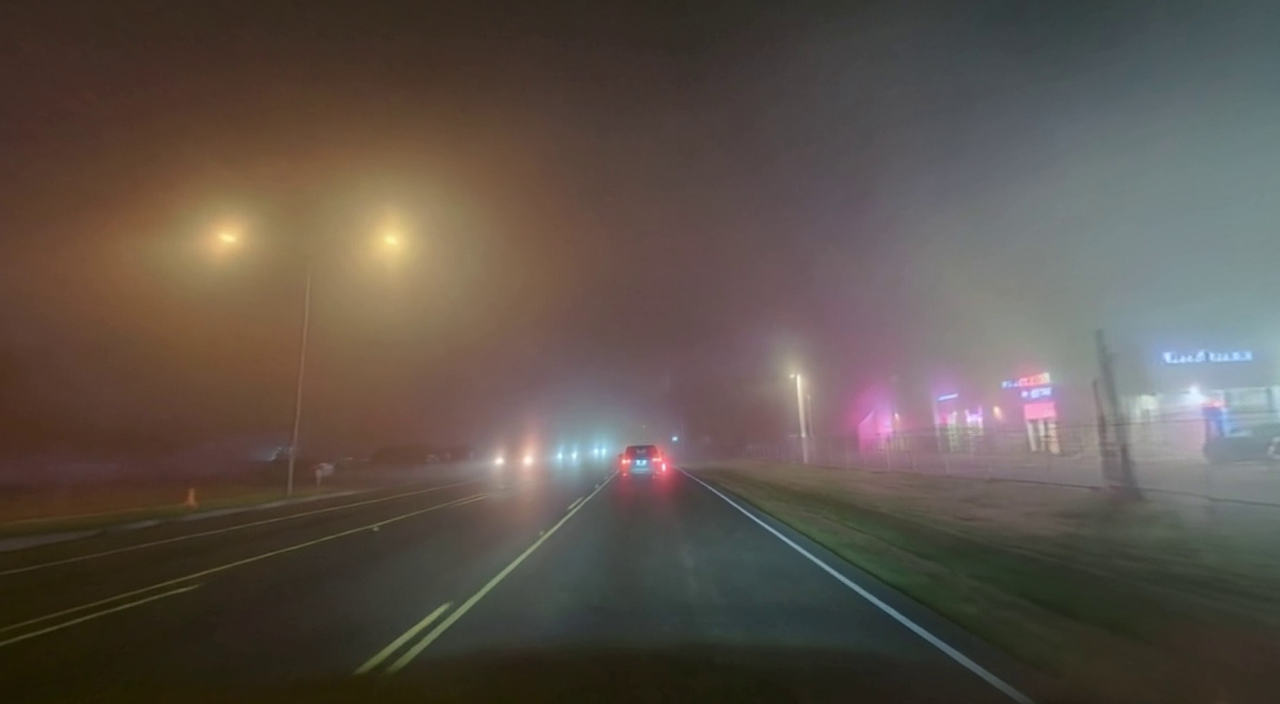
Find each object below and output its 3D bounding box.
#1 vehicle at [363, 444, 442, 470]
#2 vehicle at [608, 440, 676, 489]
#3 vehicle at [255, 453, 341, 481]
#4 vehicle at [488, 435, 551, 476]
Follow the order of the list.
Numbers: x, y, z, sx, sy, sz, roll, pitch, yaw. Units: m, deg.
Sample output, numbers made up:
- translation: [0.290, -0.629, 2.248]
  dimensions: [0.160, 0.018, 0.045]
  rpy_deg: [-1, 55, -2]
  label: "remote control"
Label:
- translation: [-18.022, 7.982, 47.812]
  dimensions: [5.085, 1.906, 2.153]
  rpy_deg: [0, -9, 2]
  label: "vehicle"
- translation: [0.060, 3.815, 21.668]
  dimensions: [2.144, 1.514, 4.063]
  rpy_deg: [0, -9, 0]
  label: "vehicle"
- translation: [-20.327, 6.818, 37.322]
  dimensions: [4.332, 1.560, 1.841]
  rpy_deg: [-2, -9, 15]
  label: "vehicle"
- translation: [-6.662, 5.822, 35.524]
  dimensions: [2.340, 2.103, 5.526]
  rpy_deg: [0, -9, 2]
  label: "vehicle"
